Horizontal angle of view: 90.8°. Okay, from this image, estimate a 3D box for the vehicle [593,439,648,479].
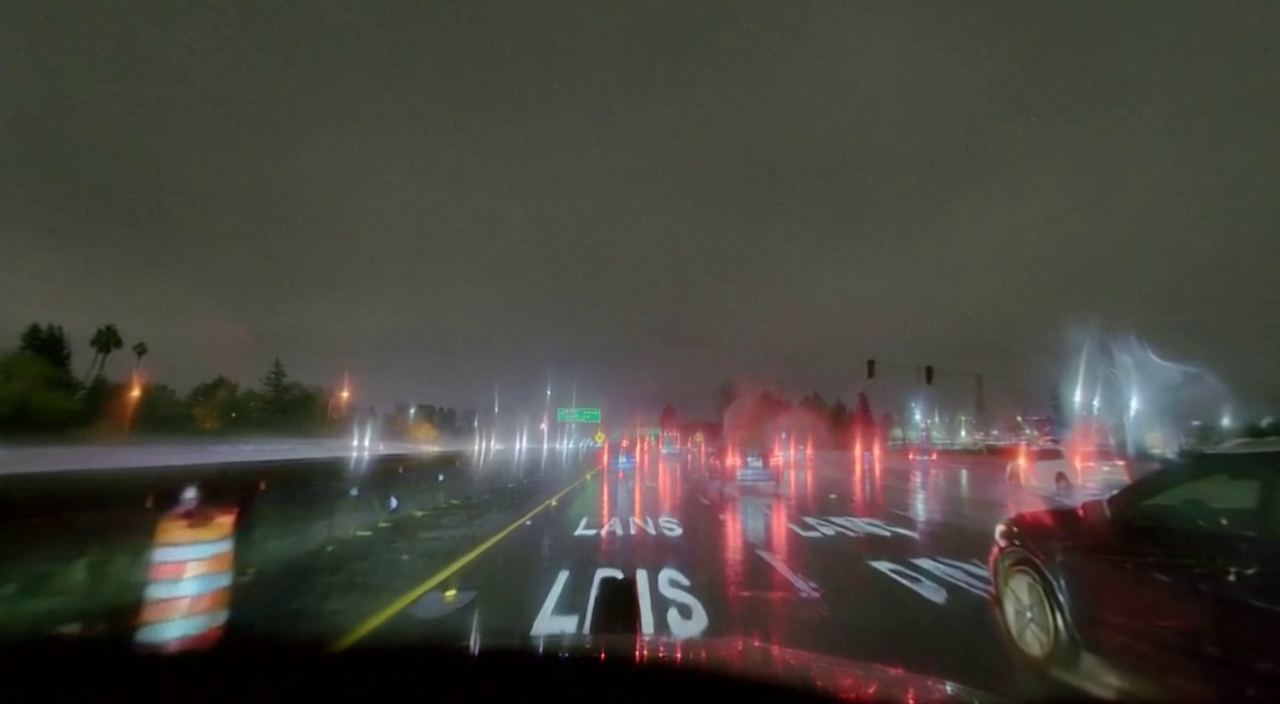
[{"bbox_3d":[-0.775,4.377,26.085,2.069,1.470,4.004,0,-8,-1],"label":"vehicle"}]

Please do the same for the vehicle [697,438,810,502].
[{"bbox_3d":[2.816,3.044,16.784,2.042,1.460,4.451,0,-8,-2],"label":"vehicle"}]

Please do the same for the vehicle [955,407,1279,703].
[{"bbox_3d":[3.258,0.937,2.283,1.996,1.455,4.281,0,-8,0],"label":"vehicle"}]

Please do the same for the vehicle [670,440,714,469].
[{"bbox_3d":[2.839,5.756,35.591,1.916,1.487,4.117,0,-8,-3],"label":"vehicle"}]
